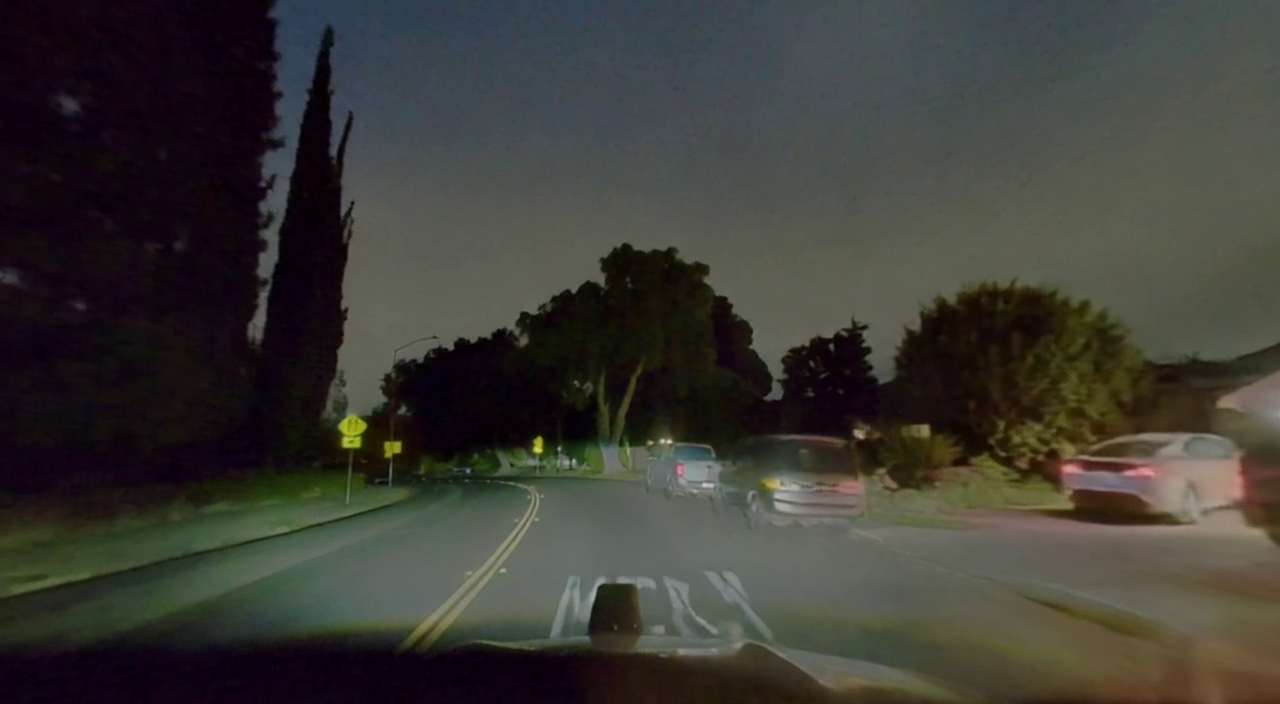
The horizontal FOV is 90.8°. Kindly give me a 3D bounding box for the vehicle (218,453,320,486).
[{"bbox_3d":[-20.349,6.433,34.830,4.464,1.681,1.906,3,-10,-18],"label":"vehicle"}]

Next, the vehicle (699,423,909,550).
[{"bbox_3d":[2.421,2.172,10.861,1.965,1.663,4.744,1,-9,-5],"label":"vehicle"}]

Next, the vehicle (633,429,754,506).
[{"bbox_3d":[1.298,3.281,18.298,2.180,1.849,5.423,2,-9,-10],"label":"vehicle"}]

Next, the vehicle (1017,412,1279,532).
[{"bbox_3d":[9.252,2.111,11.467,4.469,1.780,1.970,5,-10,-28],"label":"vehicle"}]
